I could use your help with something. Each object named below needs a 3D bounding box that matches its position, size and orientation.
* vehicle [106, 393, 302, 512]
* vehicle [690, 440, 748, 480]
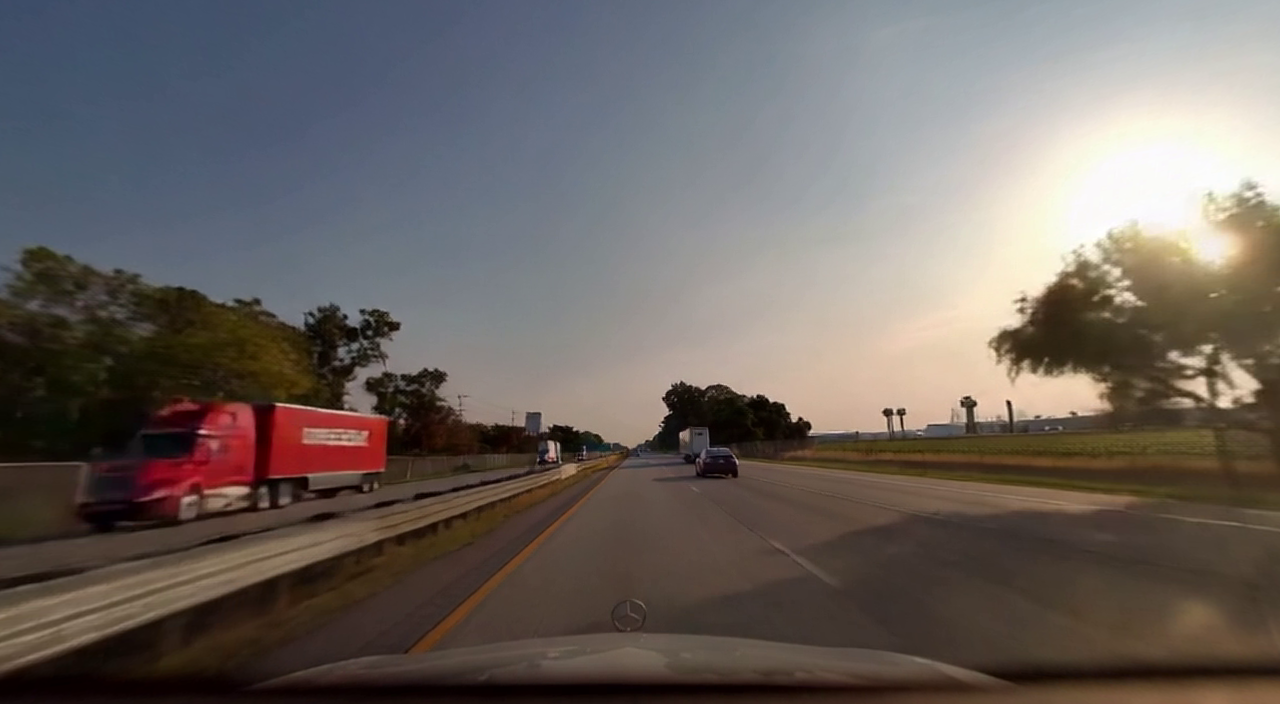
[{"bbox_3d":[-15.890,3.754,23.691,3.003,3.859,5.899,0,-9,-1],"label":"vehicle"},{"bbox_3d":[3.597,5.038,29.564,2.093,1.742,4.167,0,-9,-1],"label":"vehicle"}]
